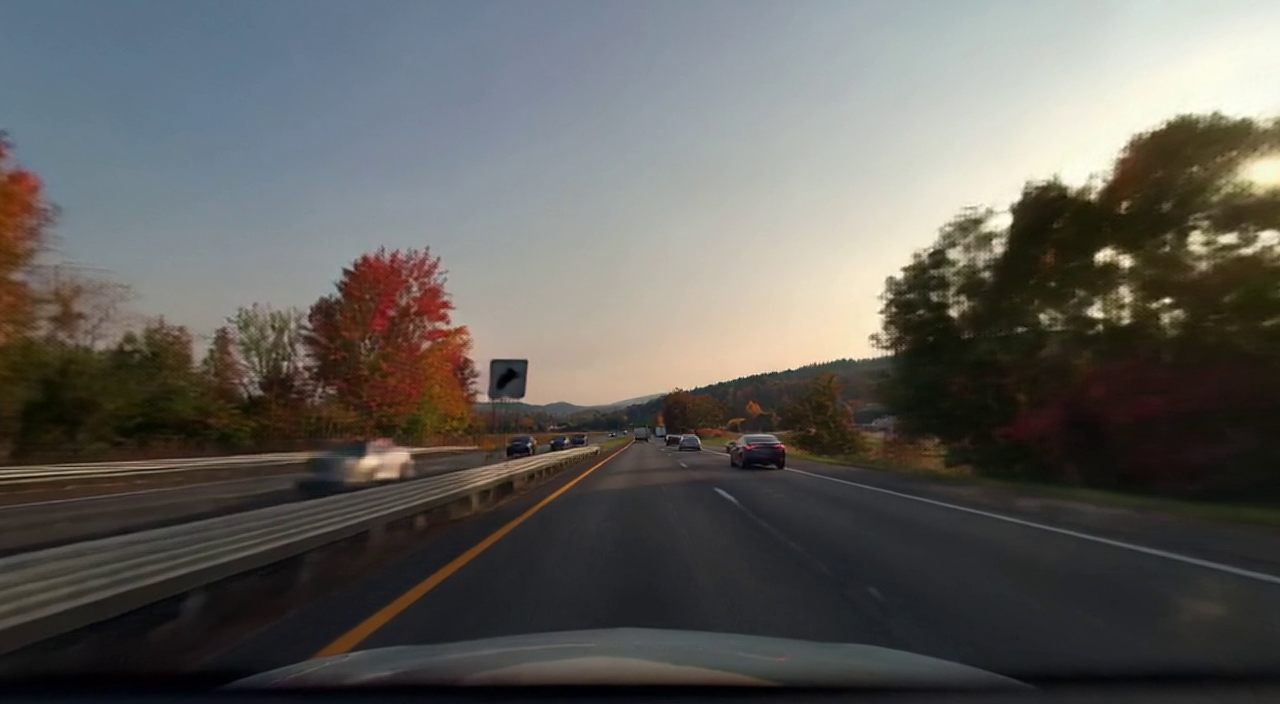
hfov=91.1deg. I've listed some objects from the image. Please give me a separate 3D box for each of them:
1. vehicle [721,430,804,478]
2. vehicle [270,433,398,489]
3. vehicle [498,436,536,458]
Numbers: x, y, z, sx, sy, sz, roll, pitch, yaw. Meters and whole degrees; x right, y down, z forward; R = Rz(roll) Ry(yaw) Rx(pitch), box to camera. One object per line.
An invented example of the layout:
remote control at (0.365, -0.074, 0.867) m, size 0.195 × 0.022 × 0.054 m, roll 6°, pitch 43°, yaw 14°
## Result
vehicle at (4.198, 3.557, 22.278) m, size 2.024 × 1.516 × 4.197 m, roll 0°, pitch -8°, yaw -1°
vehicle at (-8.986, 3.210, 18.868) m, size 1.872 × 1.498 × 3.957 m, roll 0°, pitch -8°, yaw 0°
vehicle at (-8.709, 6.780, 44.910) m, size 1.861 × 1.504 × 4.286 m, roll 0°, pitch -8°, yaw 0°
